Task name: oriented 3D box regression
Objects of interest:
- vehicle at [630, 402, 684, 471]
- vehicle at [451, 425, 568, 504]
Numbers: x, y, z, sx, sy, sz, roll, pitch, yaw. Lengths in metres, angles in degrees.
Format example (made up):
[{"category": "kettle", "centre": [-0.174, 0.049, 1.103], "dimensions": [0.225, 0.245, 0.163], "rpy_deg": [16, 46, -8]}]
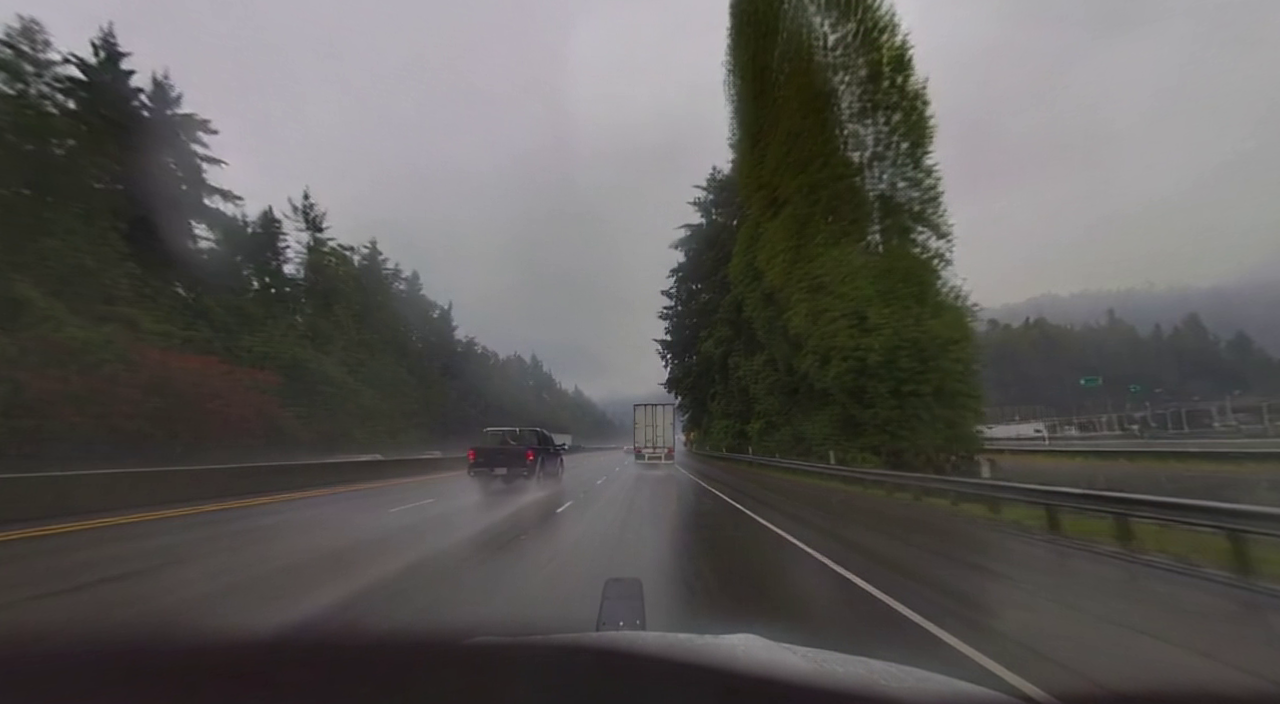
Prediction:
[{"category": "vehicle", "centre": [1.007, 5.627, 40.874], "dimensions": [2.976, 3.800, 12.335], "rpy_deg": [0, -9, 1]}, {"category": "vehicle", "centre": [-3.522, 3.189, 18.231], "dimensions": [2.226, 1.933, 5.179], "rpy_deg": [0, -9, 1]}]
